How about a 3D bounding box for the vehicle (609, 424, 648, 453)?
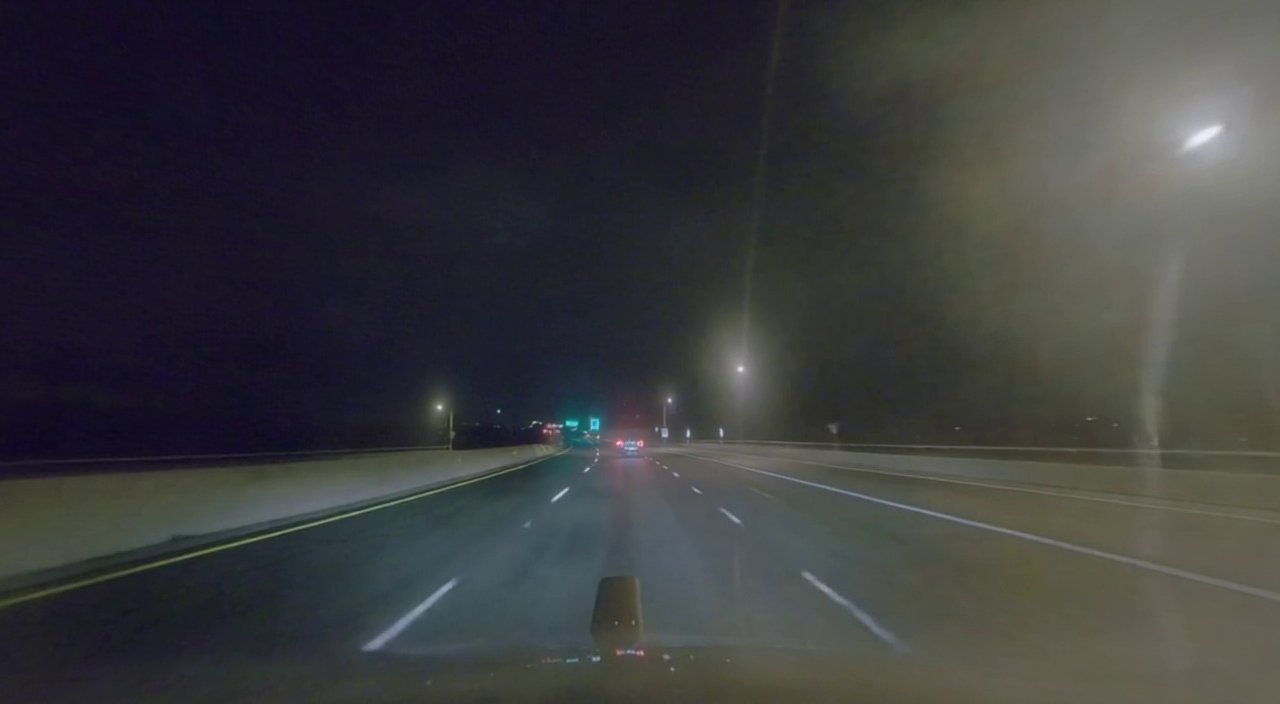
[{"bbox_3d":[-0.789,5.311,38.777,2.157,1.647,4.524,0,-8,-4],"label":"vehicle"}]
